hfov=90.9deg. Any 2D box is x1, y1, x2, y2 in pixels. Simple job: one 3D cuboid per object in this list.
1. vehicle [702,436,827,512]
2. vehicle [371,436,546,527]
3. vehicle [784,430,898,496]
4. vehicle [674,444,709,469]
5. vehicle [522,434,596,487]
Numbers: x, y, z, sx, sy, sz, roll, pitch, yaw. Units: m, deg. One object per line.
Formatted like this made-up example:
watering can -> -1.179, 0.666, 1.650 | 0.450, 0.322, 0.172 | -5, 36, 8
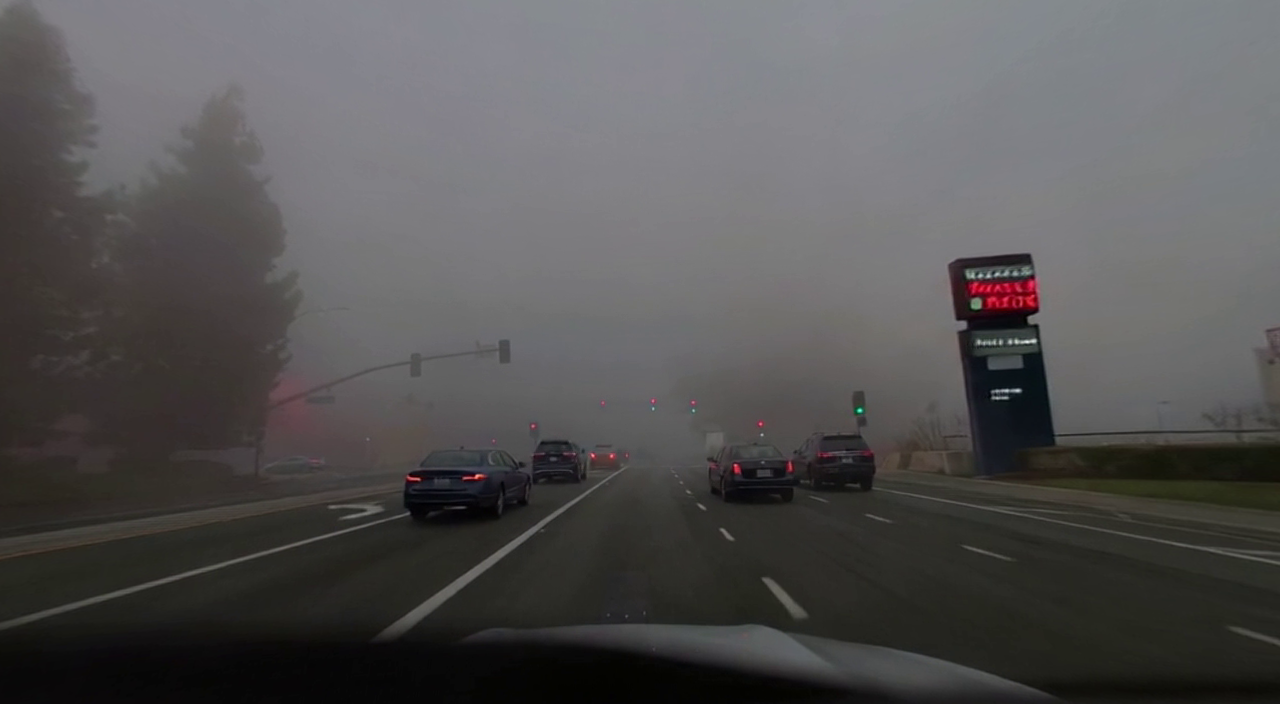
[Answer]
vehicle -> 2.738, 2.796, 14.930 | 2.004, 1.512, 4.206 | 0, -9, -1
vehicle -> -3.388, 2.517, 12.889 | 2.087, 1.494, 4.626 | 0, -9, 1
vehicle -> 5.903, 3.316, 19.148 | 1.979, 1.738, 4.418 | 0, -9, 0
vehicle -> 3.486, 7.183, 43.473 | 2.030, 1.628, 4.080 | 0, -9, 0
vehicle -> -3.043, 4.200, 24.716 | 2.187, 1.825, 4.621 | 0, -9, 1
